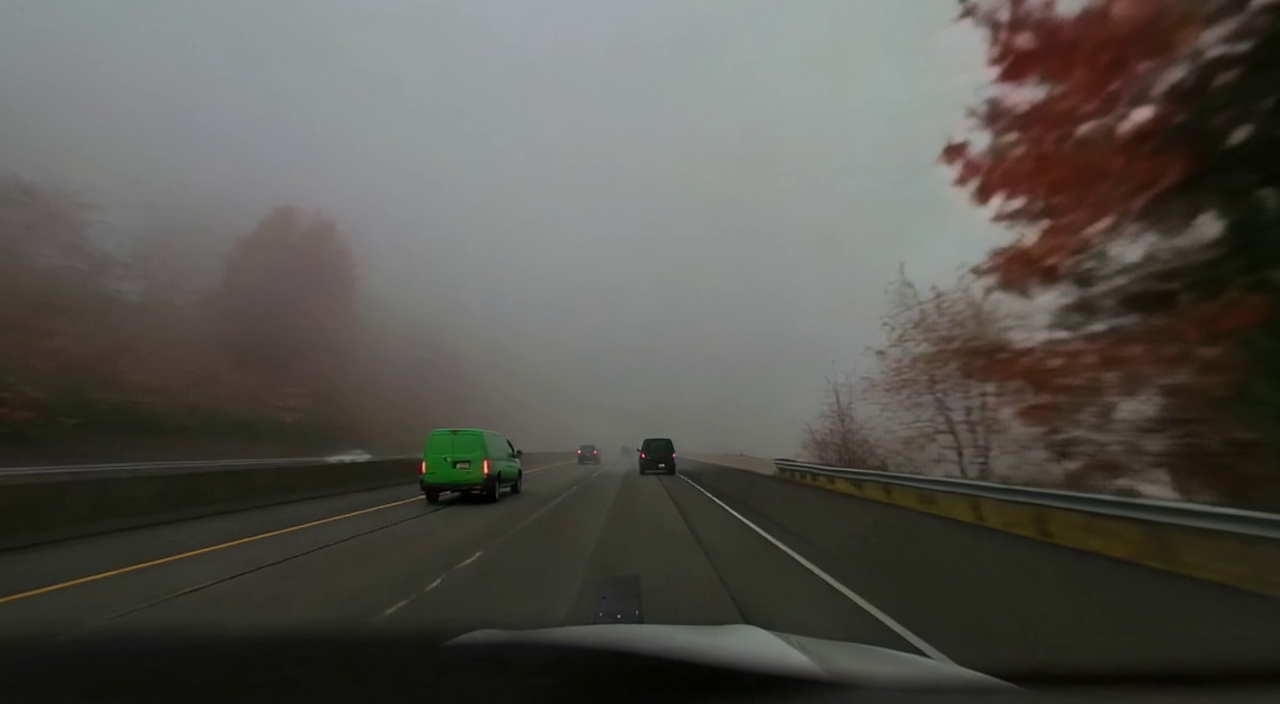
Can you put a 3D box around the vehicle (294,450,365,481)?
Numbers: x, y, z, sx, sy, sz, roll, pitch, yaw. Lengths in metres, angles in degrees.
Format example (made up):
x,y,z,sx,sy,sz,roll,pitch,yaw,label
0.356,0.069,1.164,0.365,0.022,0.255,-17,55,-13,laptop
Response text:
x,y,z,sx,sy,sz,roll,pitch,yaw,label
-16.781,6.125,34.069,1.845,1.515,3.851,0,-9,0,vehicle

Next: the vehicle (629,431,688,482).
x,y,z,sx,sy,sz,roll,pitch,yaw,label
0.690,4.405,26.608,2.179,1.930,4.538,0,-9,-2,vehicle

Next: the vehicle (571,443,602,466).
x,y,z,sx,sy,sz,roll,pitch,yaw,label
-4.198,8.146,49.908,2.088,1.688,4.365,0,-9,-1,vehicle

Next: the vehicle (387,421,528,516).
x,y,z,sx,sy,sz,roll,pitch,yaw,label
-3.846,2.538,14.006,2.021,1.790,3.907,0,-9,-1,vehicle
